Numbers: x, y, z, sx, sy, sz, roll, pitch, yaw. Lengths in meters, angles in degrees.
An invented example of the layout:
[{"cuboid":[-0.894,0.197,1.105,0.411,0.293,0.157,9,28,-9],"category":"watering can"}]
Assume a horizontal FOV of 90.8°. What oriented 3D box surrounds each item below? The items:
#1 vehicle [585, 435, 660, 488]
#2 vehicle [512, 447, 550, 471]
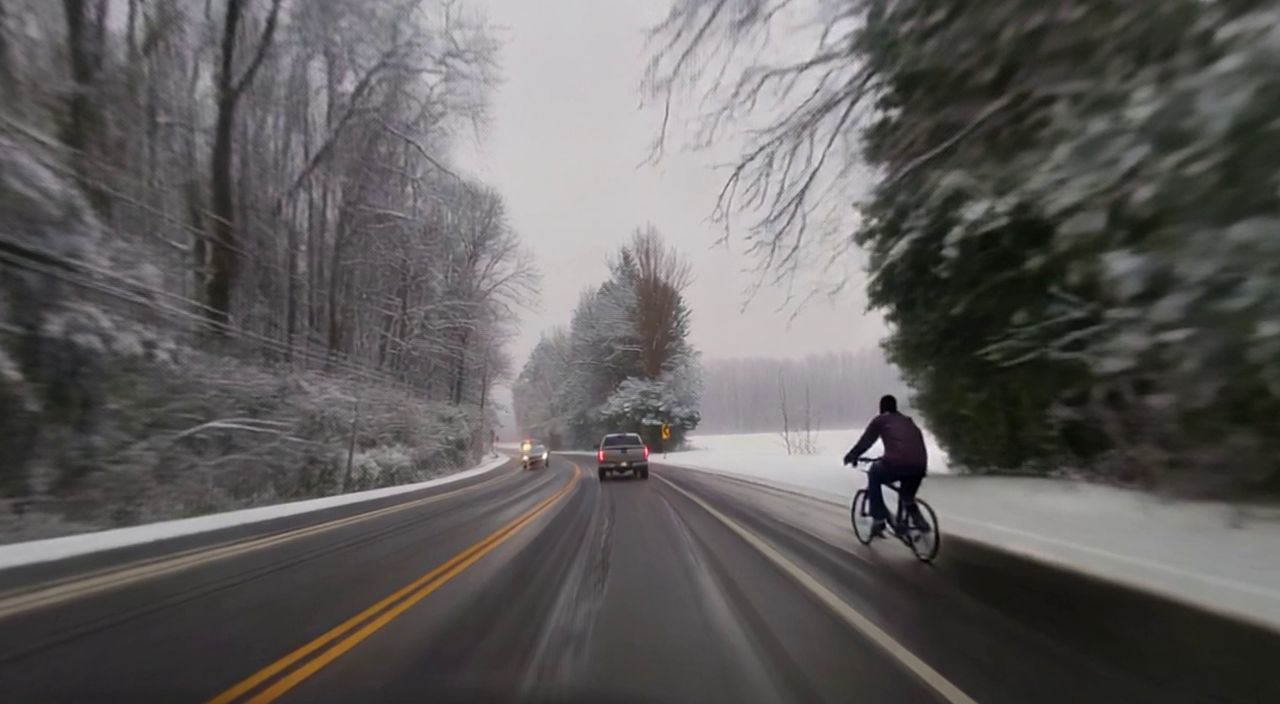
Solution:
[{"cuboid":[-0.784,4.242,24.971,2.631,1.798,5.331,0,-8,-4],"category":"vehicle"},{"cuboid":[-7.381,7.235,43.024,2.198,1.459,4.398,0,-8,-5],"category":"vehicle"}]
